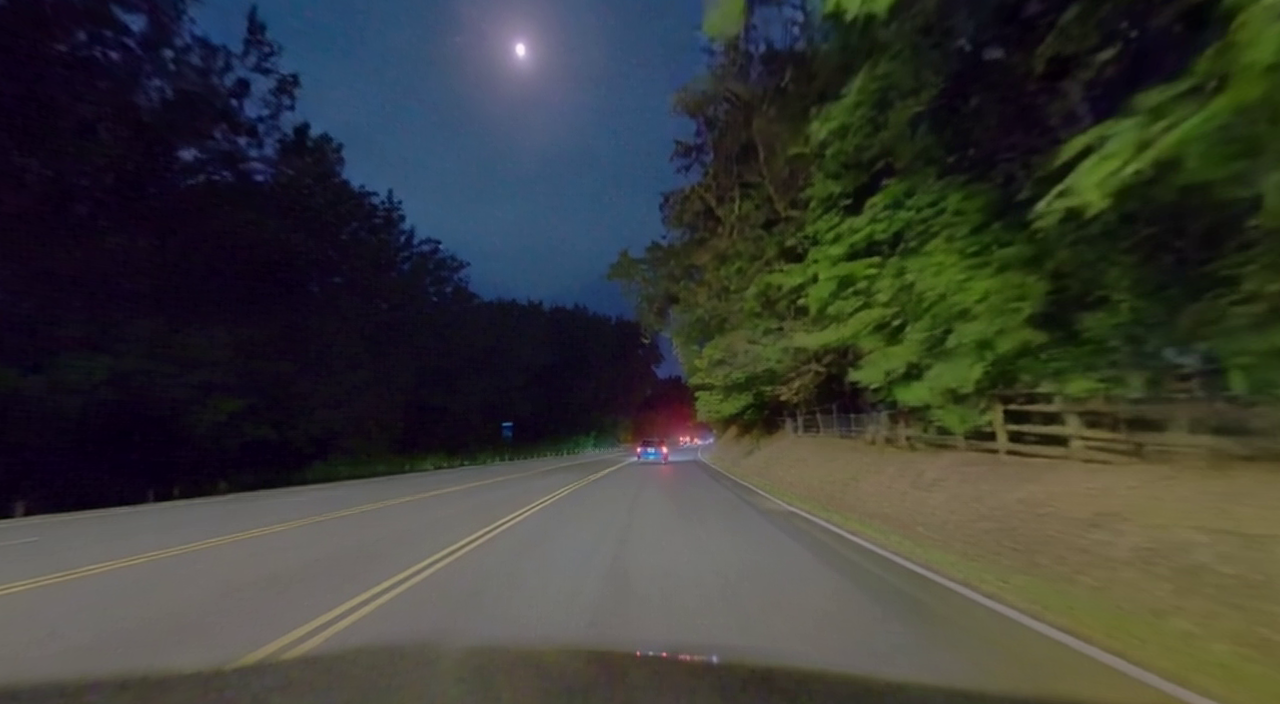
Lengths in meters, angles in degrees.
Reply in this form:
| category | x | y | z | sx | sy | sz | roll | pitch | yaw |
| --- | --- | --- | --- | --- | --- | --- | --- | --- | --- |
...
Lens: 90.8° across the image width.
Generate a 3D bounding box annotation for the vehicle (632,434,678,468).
| category | x | y | z | sx | sy | sz | roll | pitch | yaw |
| --- | --- | --- | --- | --- | --- | --- | --- | --- | --- |
| vehicle | 0.891 | 5.313 | 34.074 | 2.294 | 1.708 | 4.110 | -1 | -8 | 4 |
